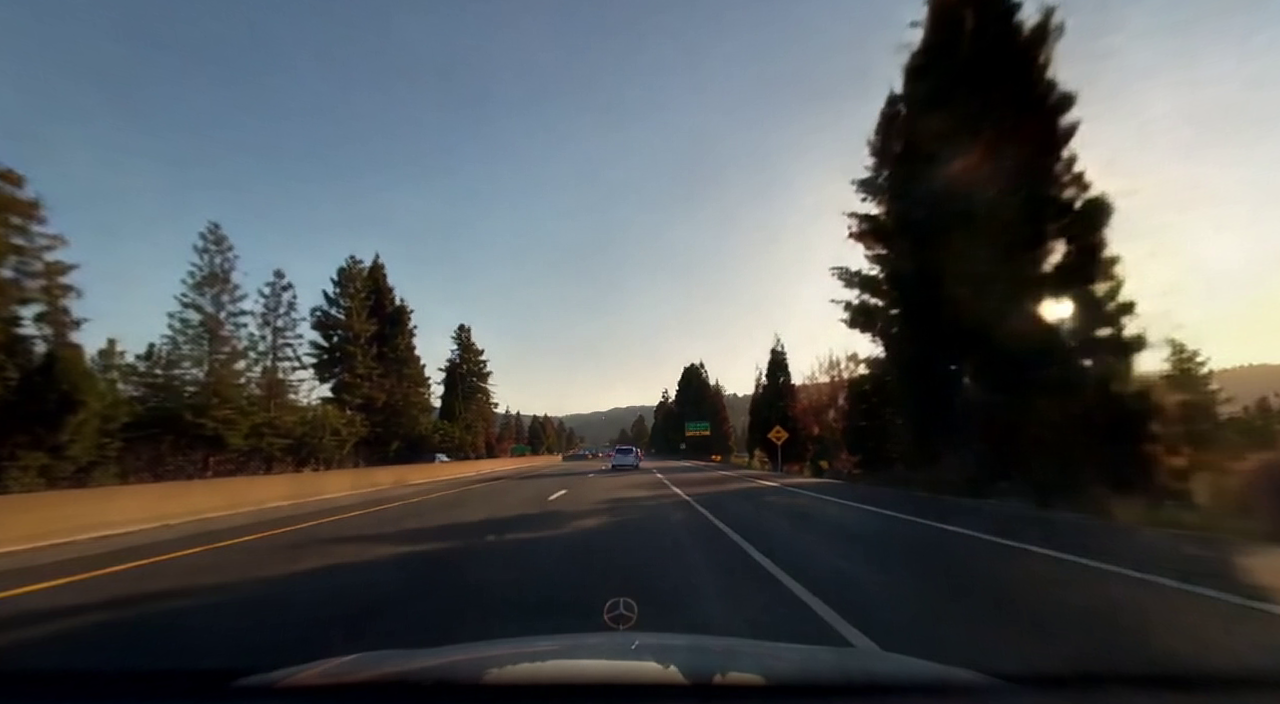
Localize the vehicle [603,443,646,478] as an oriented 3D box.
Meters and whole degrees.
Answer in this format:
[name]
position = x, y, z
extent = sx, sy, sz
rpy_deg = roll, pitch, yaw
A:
[vehicle]
position = -0.779, 5.863, 34.195
extent = 2.120, 1.715, 4.153
rpy_deg = 0, -9, 1
